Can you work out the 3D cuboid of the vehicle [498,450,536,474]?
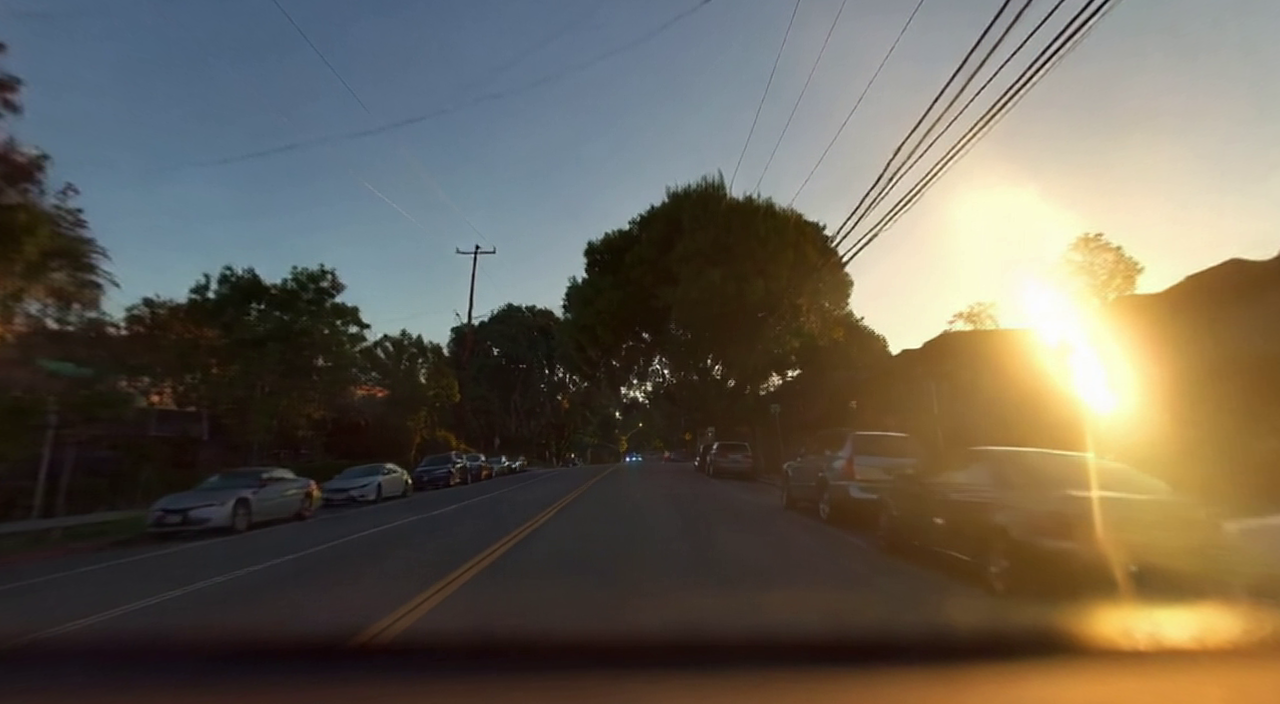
[{"bbox_3d":[-8.953,8.051,46.308,2.000,1.495,4.687,-3,-8,-2],"label":"vehicle"}]

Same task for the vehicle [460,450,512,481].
[{"bbox_3d":[-9.052,6.676,37.381,1.884,1.526,4.061,-5,-9,1],"label":"vehicle"}]

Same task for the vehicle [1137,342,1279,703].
[{"bbox_3d":[3.751,0.580,0.823,2.225,1.759,4.817,0,-9,0],"label":"vehicle"}]

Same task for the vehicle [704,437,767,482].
[{"bbox_3d":[3.967,4.537,26.954,2.155,1.747,4.311,-1,-9,2],"label":"vehicle"}]

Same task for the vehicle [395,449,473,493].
[{"bbox_3d":[-9.104,5.252,28.290,2.051,1.657,4.322,-3,-9,-1],"label":"vehicle"}]

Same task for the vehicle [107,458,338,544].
[{"bbox_3d":[-9.142,3.259,14.490,2.208,1.508,4.590,0,-9,-1],"label":"vehicle"}]

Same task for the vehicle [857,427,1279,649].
[{"bbox_3d":[4.015,1.596,6.544,1.875,1.495,4.242,0,-9,-2],"label":"vehicle"}]

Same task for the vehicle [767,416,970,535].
[{"bbox_3d":[3.982,2.246,12.059,2.040,1.801,4.569,0,-8,-1],"label":"vehicle"}]

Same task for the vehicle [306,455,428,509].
[{"bbox_3d":[-8.950,4.260,21.228,1.948,1.508,4.656,-1,-9,1],"label":"vehicle"}]
